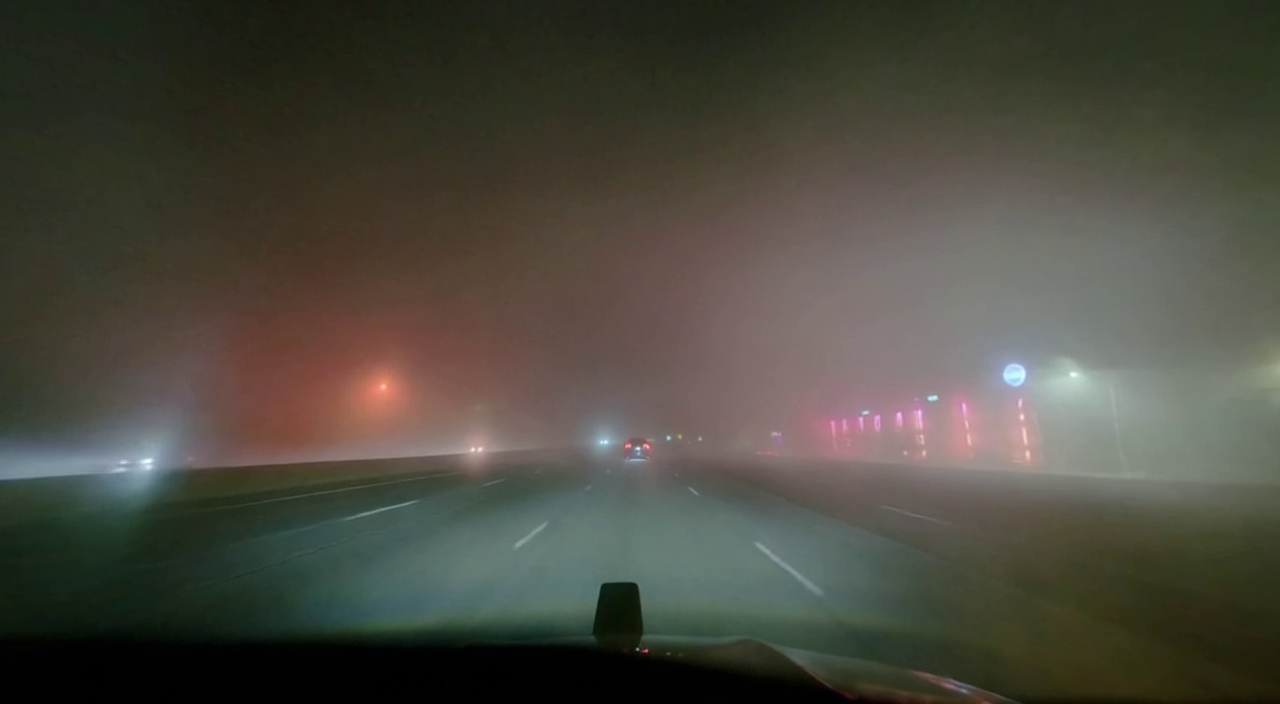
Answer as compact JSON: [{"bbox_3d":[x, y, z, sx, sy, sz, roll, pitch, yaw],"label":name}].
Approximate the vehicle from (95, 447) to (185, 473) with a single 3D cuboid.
[{"bbox_3d":[-32.087,6.921,40.577,1.880,1.501,4.689,0,-8,1],"label":"vehicle"}]
